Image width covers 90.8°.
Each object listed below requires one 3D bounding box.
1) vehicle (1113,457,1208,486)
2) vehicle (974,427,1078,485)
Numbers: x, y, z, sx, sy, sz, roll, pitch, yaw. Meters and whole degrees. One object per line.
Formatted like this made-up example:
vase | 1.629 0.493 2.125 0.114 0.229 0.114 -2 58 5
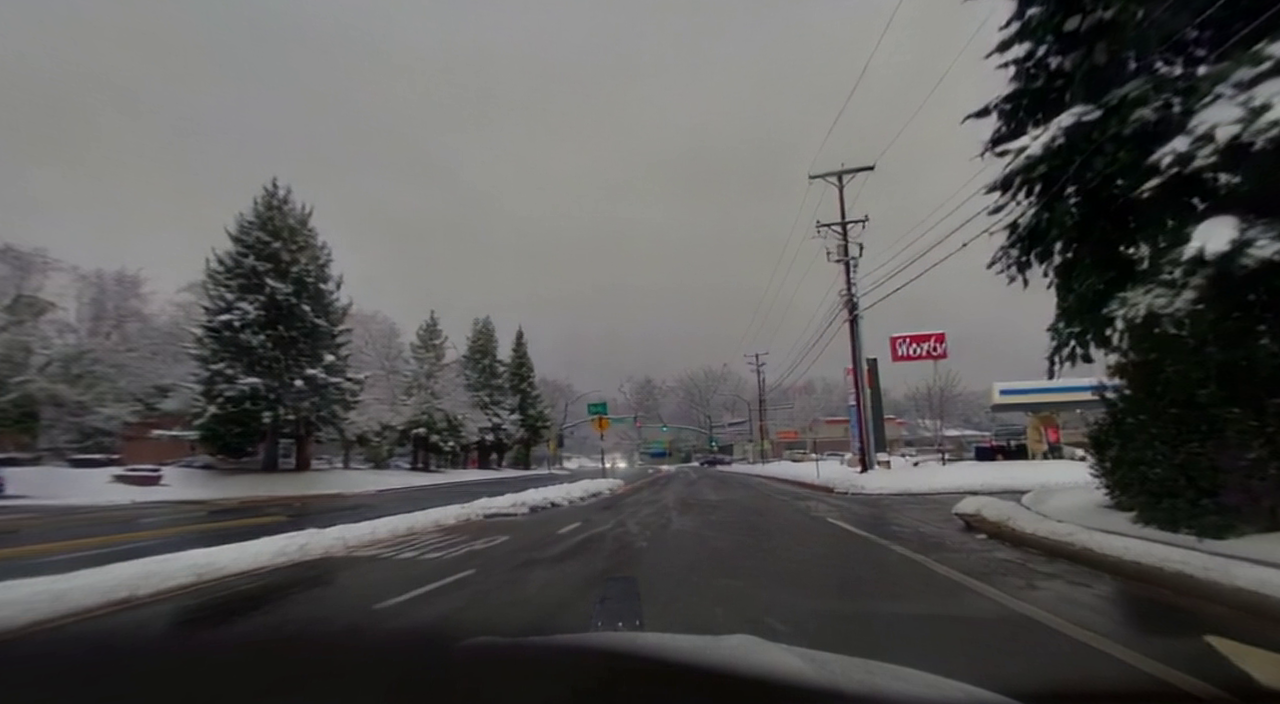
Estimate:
vehicle | 28.967 6.645 35.370 2.113 1.461 3.997 -1 -9 5
vehicle | 21.336 5.748 35.344 2.642 2.930 5.826 -1 -9 7
